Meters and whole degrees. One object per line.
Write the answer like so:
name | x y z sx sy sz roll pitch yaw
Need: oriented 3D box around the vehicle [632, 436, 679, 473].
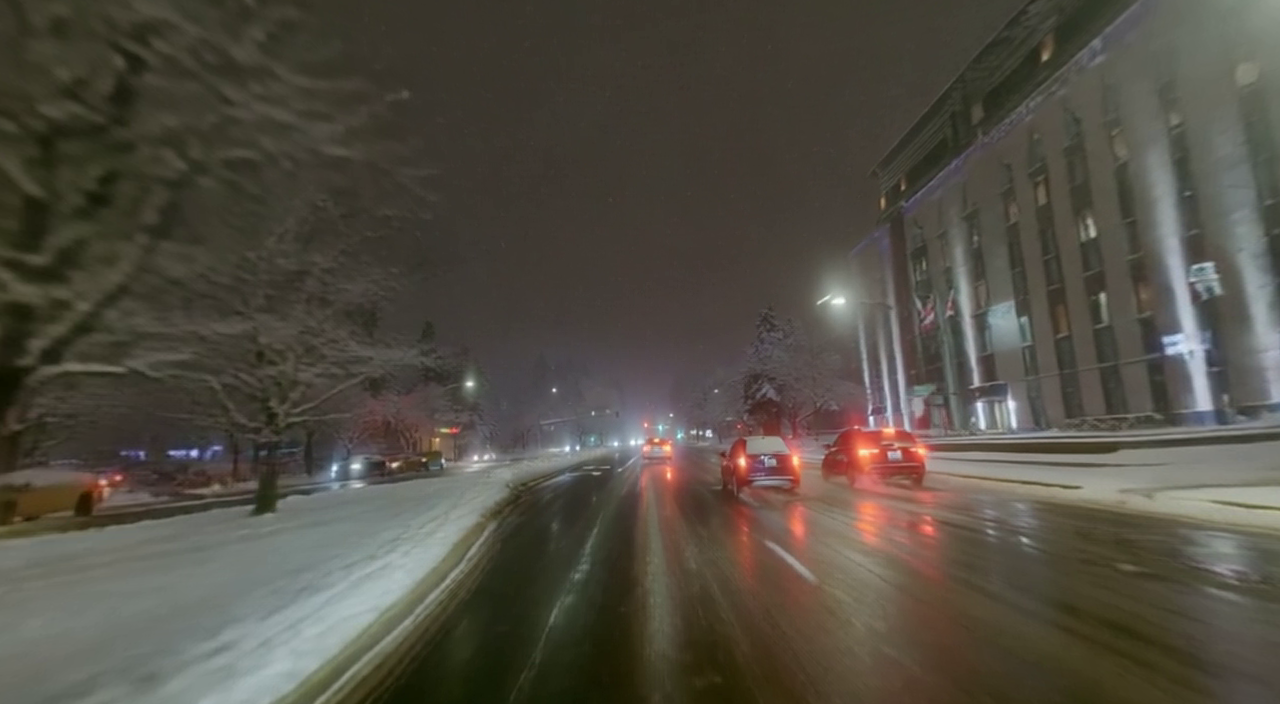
vehicle | 0.666 4.916 30.536 2.125 1.669 3.880 0 -8 -1

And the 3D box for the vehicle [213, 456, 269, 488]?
vehicle | -24.564 7.376 38.948 2.076 1.688 4.635 3 -9 -23

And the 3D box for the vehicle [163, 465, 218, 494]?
vehicle | -27.388 7.720 38.522 1.989 1.476 4.088 4 -9 -26

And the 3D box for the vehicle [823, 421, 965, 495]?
vehicle | 6.881 2.919 17.766 1.963 1.783 4.722 0 -8 -1

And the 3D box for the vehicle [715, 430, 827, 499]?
vehicle | 3.304 2.931 16.935 1.931 1.591 4.708 0 -8 -1

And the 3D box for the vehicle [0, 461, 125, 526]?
vehicle | -18.521 4.188 19.020 1.956 1.647 4.643 0 -8 1

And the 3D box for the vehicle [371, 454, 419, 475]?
vehicle | -18.029 8.260 46.487 1.716 1.412 4.335 0 -8 1

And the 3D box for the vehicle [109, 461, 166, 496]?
vehicle | -30.632 7.680 38.549 1.944 1.794 4.468 4 -9 -29

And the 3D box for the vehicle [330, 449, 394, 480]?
vehicle | -17.963 7.266 40.966 1.954 1.779 4.635 0 -8 0
